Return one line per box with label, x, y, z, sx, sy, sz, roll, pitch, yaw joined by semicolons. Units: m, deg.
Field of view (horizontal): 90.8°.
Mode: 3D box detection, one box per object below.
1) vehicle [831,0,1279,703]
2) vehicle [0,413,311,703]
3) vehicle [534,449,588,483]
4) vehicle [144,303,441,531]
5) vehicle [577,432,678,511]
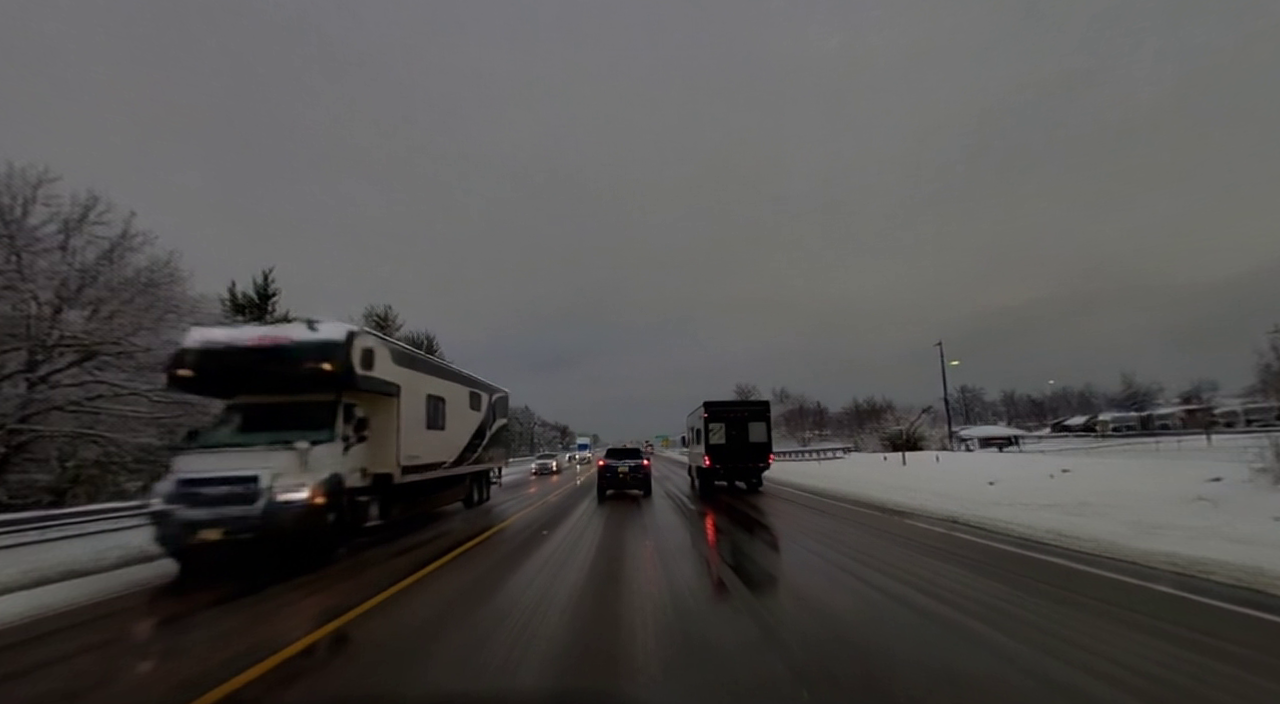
vehicle;2.794;-0.314;1.113;2.934;3.963;5.832;0;-9;-1
vehicle;-3.788;1.112;3.301;1.980;1.499;3.944;0;-9;0
vehicle;-3.622;5.286;29.577;1.930;1.431;4.156;0;-9;1
vehicle;-6.942;1.539;13.963;3.008;3.987;5.871;0;-9;1
vehicle;-0.296;2.929;15.878;2.201;1.719;4.058;0;-9;-1
